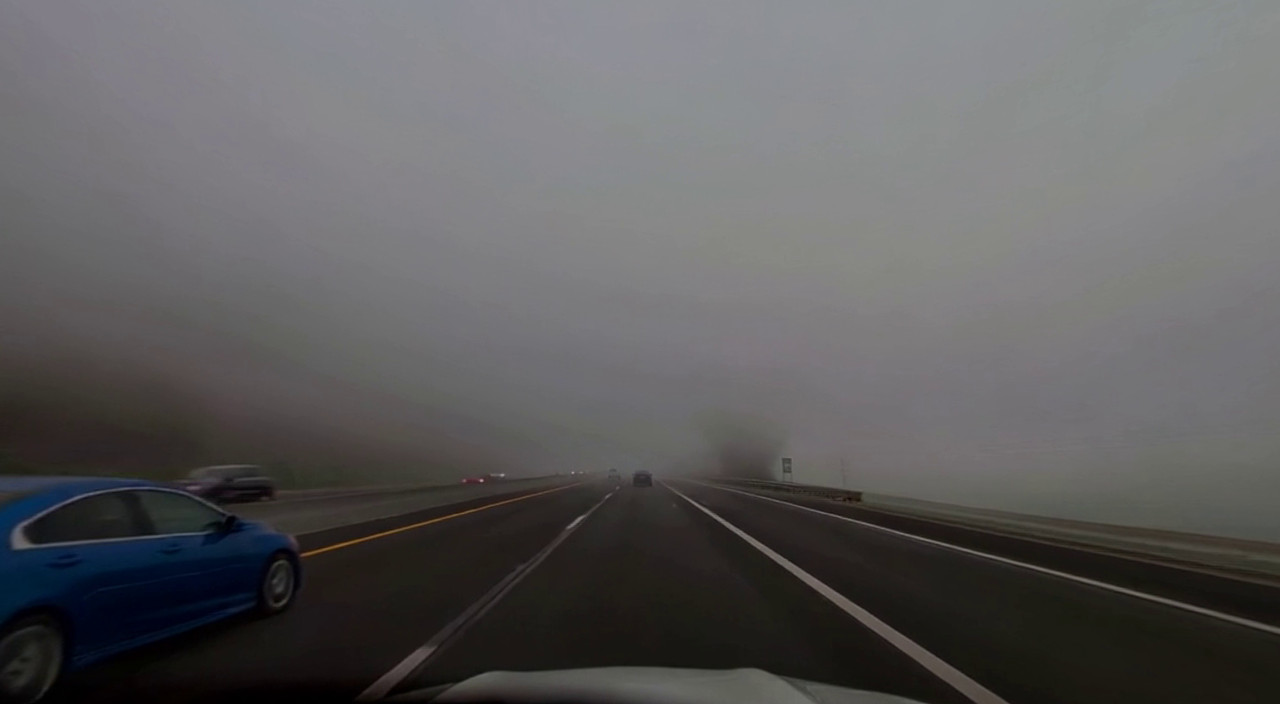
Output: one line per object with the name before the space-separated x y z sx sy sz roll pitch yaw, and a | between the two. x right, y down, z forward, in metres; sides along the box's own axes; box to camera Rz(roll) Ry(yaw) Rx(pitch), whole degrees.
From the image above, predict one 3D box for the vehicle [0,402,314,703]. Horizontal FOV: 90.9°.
vehicle | -3.893 1.080 3.392 2.041 1.508 4.075 1 -11 0
